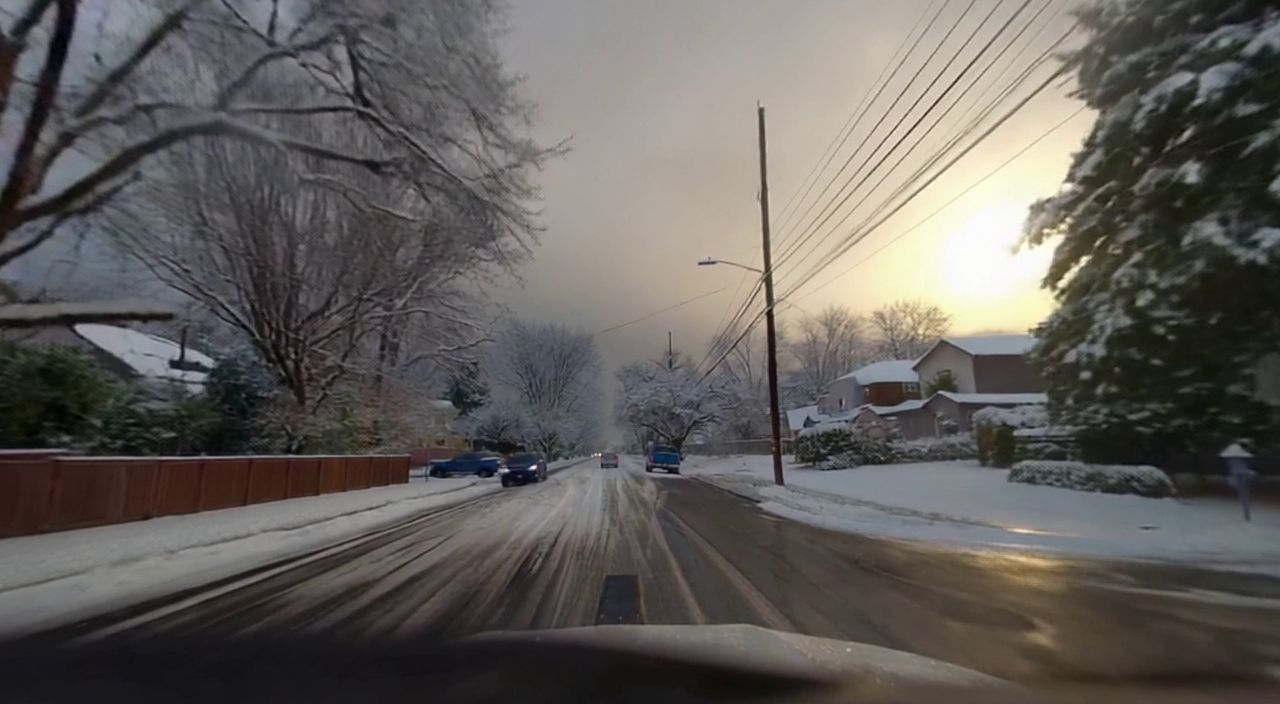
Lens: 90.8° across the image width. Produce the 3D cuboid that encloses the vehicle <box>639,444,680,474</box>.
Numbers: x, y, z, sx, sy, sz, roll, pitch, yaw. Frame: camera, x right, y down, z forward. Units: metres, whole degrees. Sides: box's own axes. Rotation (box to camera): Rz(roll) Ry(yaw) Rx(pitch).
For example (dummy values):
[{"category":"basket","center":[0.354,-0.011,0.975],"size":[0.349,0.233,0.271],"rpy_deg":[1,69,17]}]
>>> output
[{"category":"vehicle","center":[1.249,7.387,44.036],"size":[2.394,1.901,5.759],"rpy_deg":[0,-9,-3]}]

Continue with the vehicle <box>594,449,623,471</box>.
[{"category":"vehicle","center":[-2.324,7.974,46.765],"size":[2.064,1.477,3.968],"rpy_deg":[0,-9,-2]}]

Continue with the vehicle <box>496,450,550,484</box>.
[{"category":"vehicle","center":[-5.786,5.719,31.710],"size":[1.926,1.513,4.236],"rpy_deg":[0,-9,0]}]

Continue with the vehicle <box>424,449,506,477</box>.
[{"category":"vehicle","center":[-11.712,7.456,42.515],"size":[4.947,1.769,2.023],"rpy_deg":[0,-9,-1]}]
